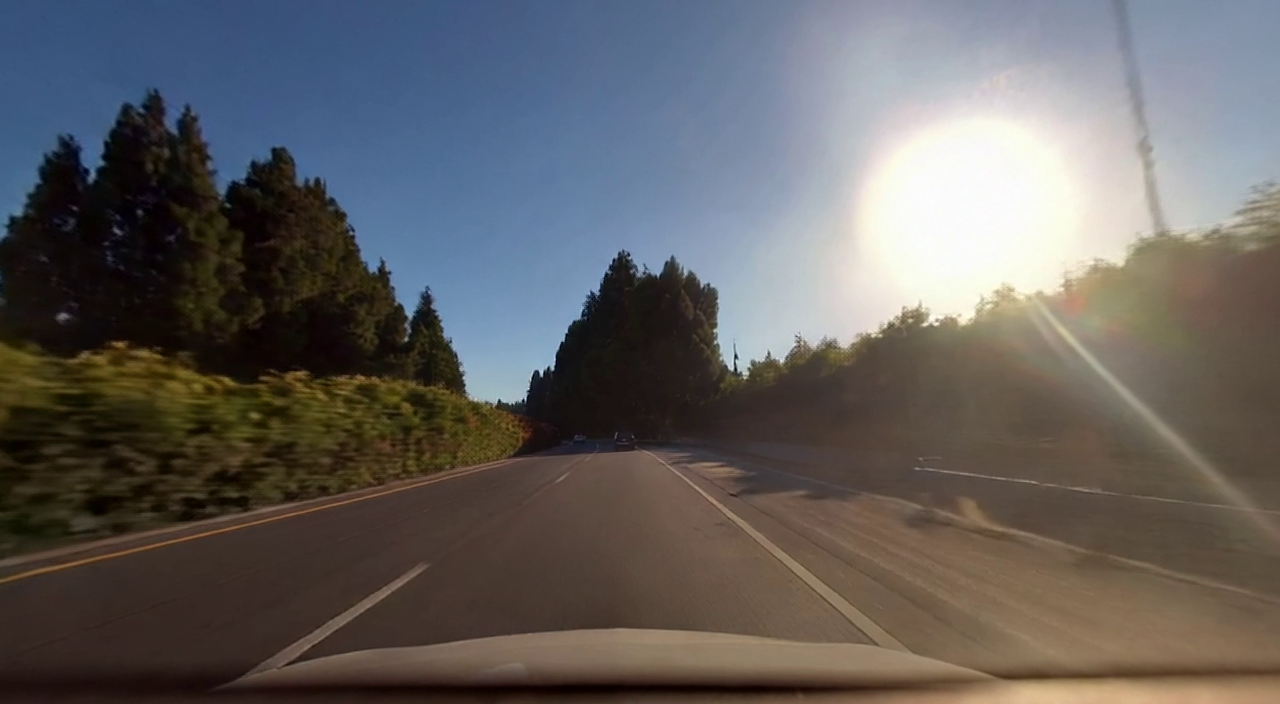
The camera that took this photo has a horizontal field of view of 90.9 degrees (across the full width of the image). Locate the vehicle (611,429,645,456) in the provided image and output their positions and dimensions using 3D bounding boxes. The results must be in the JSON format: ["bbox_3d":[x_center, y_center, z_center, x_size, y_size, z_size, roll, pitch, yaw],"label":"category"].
[{"bbox_3d":[-0.804,5.798,40.382,2.041,1.618,3.898,0,-8,-3],"label":"vehicle"}]
